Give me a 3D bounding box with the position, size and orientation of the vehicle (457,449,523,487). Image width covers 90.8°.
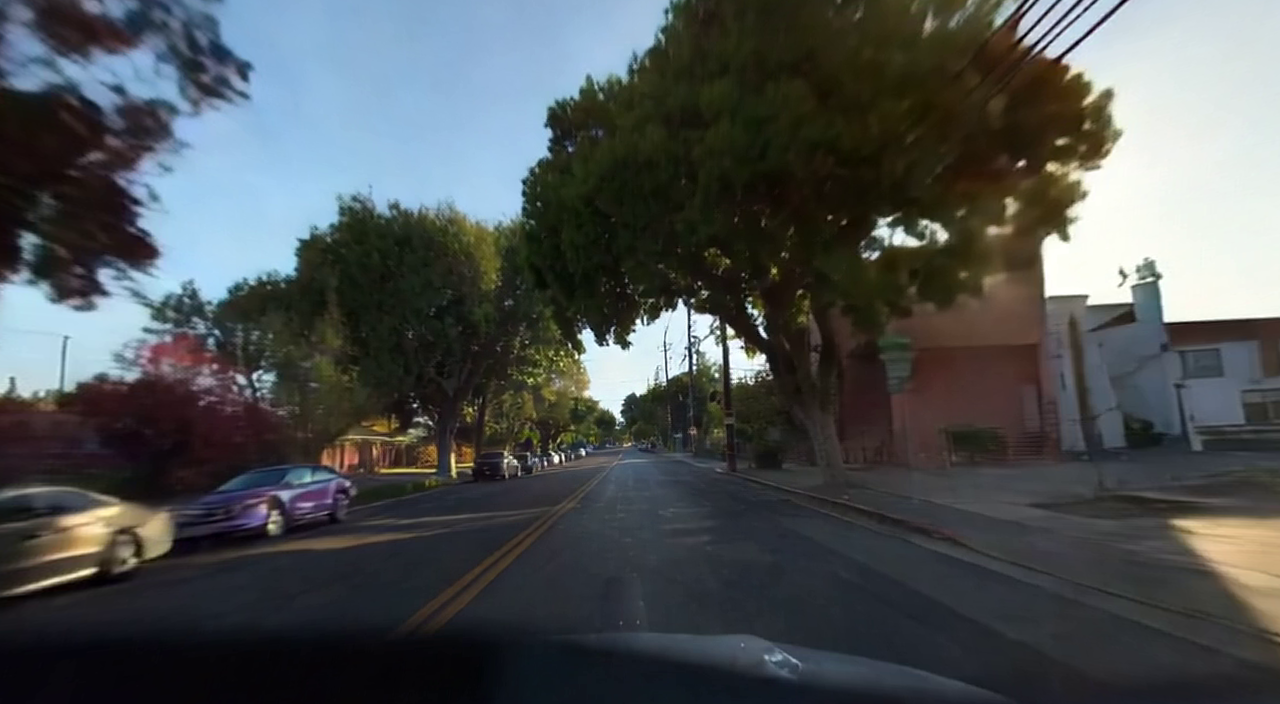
[{"bbox_3d":[-6.706,5.189,28.640,1.887,1.460,4.444,-4,-8,0],"label":"vehicle"}]

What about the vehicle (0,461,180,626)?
[{"bbox_3d":[-6.669,1.821,5.703,1.815,1.402,4.559,-4,-8,-3],"label":"vehicle"}]

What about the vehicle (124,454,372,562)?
[{"bbox_3d":[-6.629,2.621,11.405,1.815,1.384,4.357,-3,-8,-1],"label":"vehicle"}]
